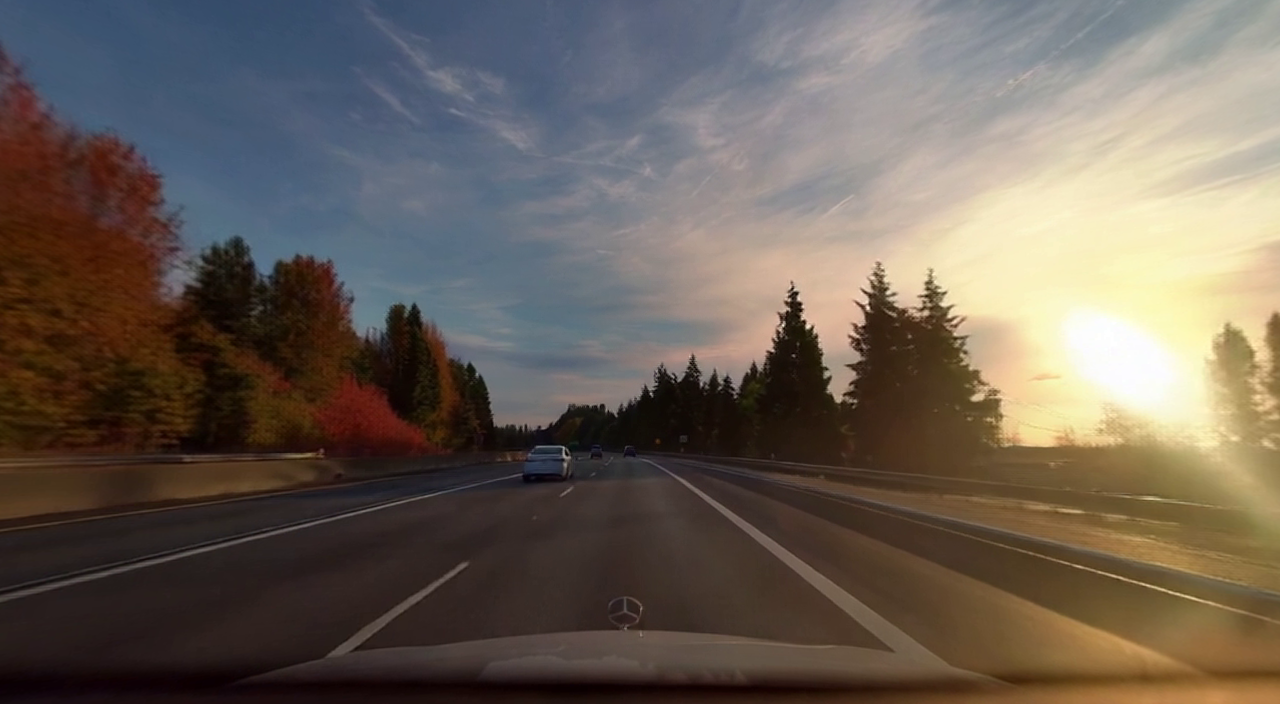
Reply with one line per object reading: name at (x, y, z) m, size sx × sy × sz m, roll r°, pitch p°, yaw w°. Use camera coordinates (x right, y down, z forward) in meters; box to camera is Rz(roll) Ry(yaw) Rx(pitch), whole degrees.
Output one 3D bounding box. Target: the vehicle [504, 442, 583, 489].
vehicle at (-3.521, 4.260, 23.974) m, size 2.184 × 1.574 × 5.004 m, roll 0°, pitch -9°, yaw 0°
